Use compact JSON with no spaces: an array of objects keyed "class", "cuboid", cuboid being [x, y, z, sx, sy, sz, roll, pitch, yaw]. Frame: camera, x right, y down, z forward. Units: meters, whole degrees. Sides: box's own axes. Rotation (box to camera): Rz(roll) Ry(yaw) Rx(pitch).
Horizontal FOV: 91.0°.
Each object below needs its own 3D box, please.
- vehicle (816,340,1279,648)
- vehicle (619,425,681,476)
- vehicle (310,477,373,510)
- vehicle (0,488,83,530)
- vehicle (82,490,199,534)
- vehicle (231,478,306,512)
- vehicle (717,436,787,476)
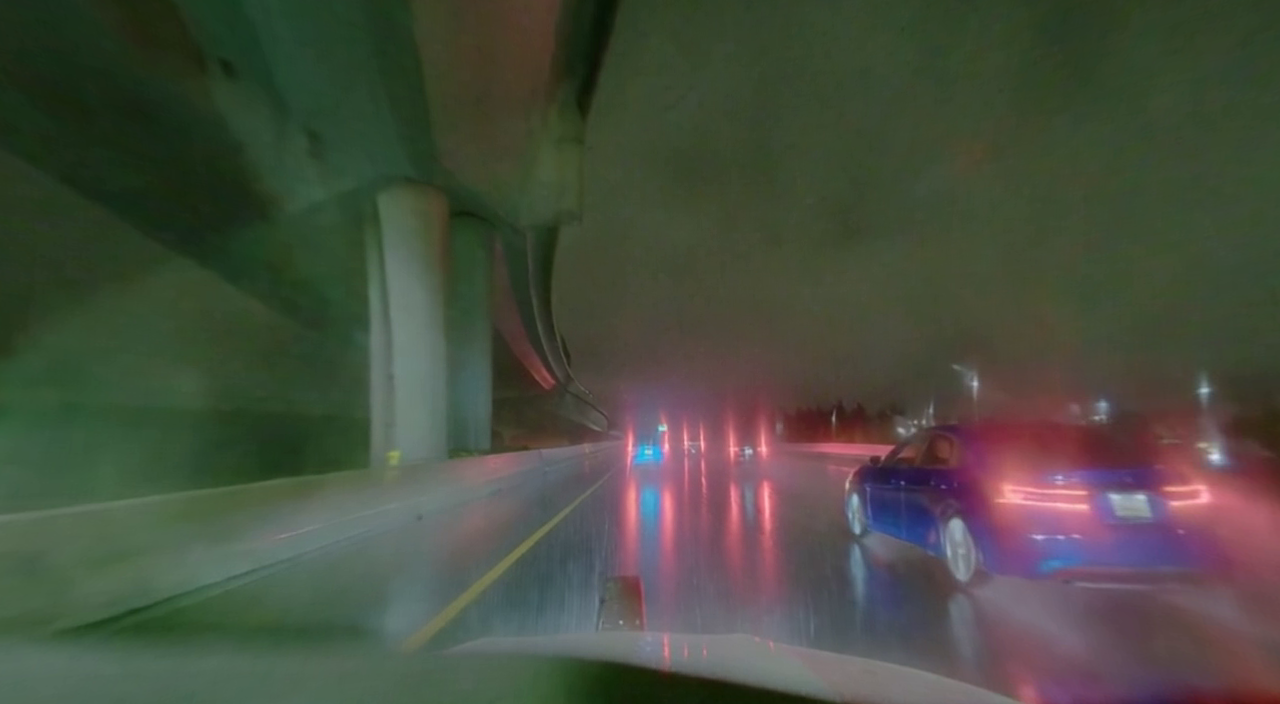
[{"class":"vehicle","cuboid":[4.001,1.337,7.025,2.404,2.014,5.655,0,-8,0]},{"class":"vehicle","cuboid":[0.380,3.973,25.592,2.264,1.841,4.583,0,-8,0]},{"class":"vehicle","cuboid":[-18.835,8.921,39.967,1.939,1.689,4.298,1,-9,-2]},{"class":"vehicle","cuboid":[-29.249,7.363,29.750,1.859,1.524,4.469,1,-9,-2]},{"class":"vehicle","cuboid":[-22.137,7.076,28.147,1.813,1.498,4.330,1,-9,-3]},{"class":"vehicle","cuboid":[-22.642,8.718,38.600,1.920,1.675,4.655,1,-9,-2]},{"class":"vehicle","cuboid":[4.544,4.294,26.158,2.047,1.500,4.017,1,-9,-2]}]
